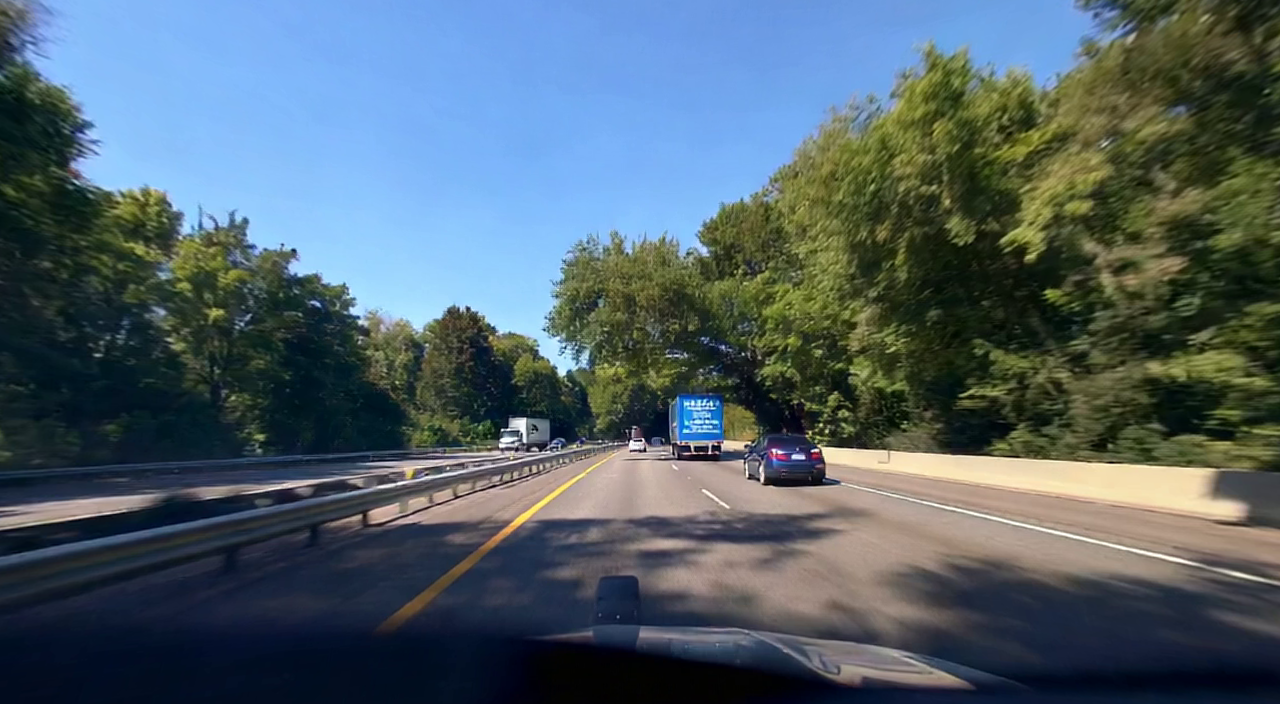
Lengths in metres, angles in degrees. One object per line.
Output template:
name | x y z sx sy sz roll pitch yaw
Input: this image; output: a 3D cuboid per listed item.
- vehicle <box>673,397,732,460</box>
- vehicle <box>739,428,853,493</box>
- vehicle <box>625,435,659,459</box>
vehicle | 4.417 5.910 47.915 3.171 4.072 13.784 0 -8 0
vehicle | 4.218 2.980 17.794 2.028 1.573 4.207 0 -8 -2
vehicle | 0.148 6.393 42.610 2.209 1.499 4.144 0 -8 0
